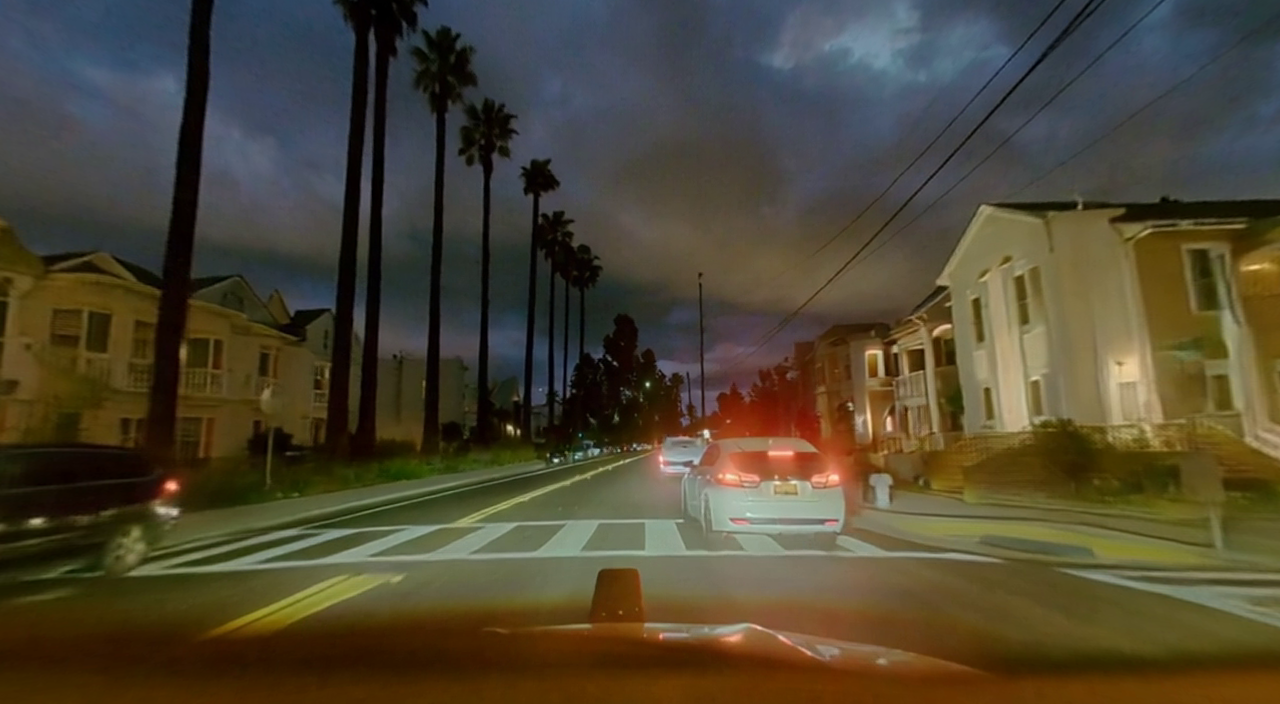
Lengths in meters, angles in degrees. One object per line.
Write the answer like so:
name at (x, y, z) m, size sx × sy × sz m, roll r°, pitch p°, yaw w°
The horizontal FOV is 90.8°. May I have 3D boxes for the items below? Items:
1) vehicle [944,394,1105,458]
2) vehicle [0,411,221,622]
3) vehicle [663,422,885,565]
vehicle at (17.671, 3.436, 29.269) m, size 5.880 × 2.540 × 2.003 m, roll -3°, pitch -6°, yaw 2°
vehicle at (-6.594, 1.522, 5.967) m, size 2.069 × 1.820 × 4.388 m, roll -3°, pitch -6°, yaw 5°
vehicle at (1.555, 1.899, 9.263) m, size 2.096 × 1.552 × 4.519 m, roll 0°, pitch -9°, yaw -2°
